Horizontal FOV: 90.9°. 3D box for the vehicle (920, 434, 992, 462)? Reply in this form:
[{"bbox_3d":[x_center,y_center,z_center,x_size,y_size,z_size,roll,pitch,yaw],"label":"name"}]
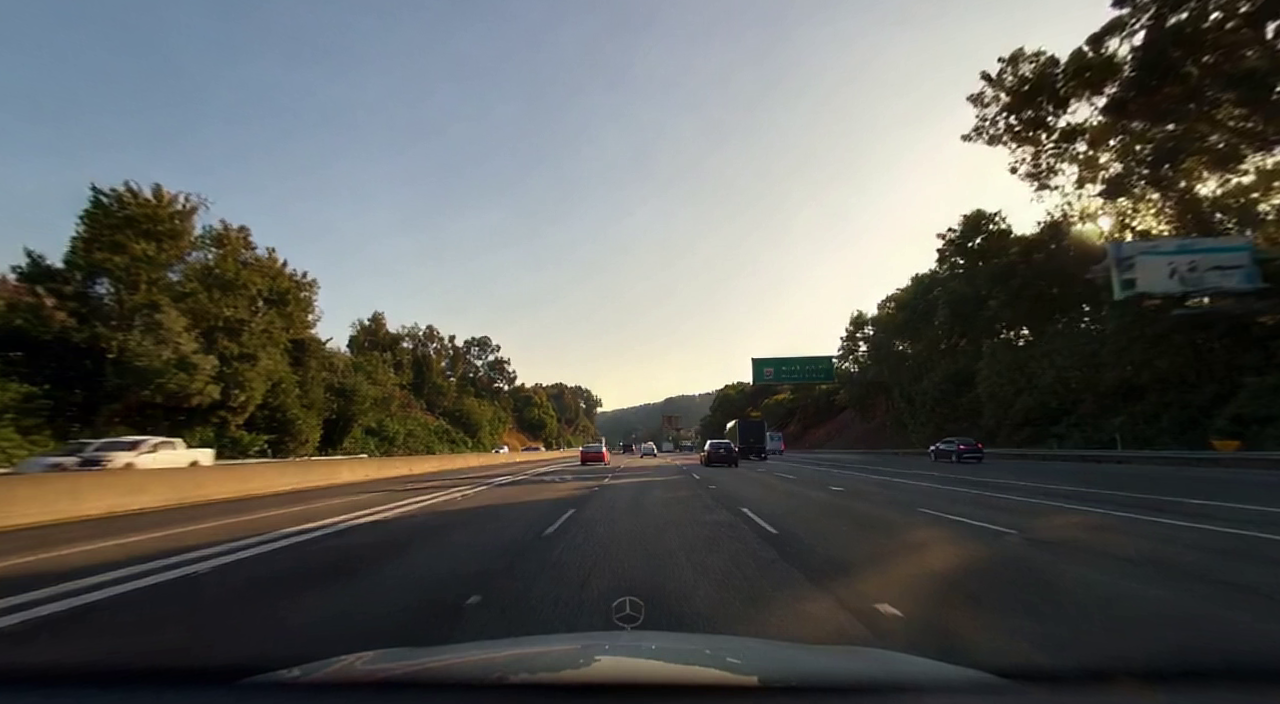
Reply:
[{"bbox_3d":[23.934,7.301,48.064,2.221,1.995,5.803,0,-9,-3],"label":"vehicle"}]

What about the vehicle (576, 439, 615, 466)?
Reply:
[{"bbox_3d":[-2.727,6.253,39.333,2.060,1.587,4.093,0,-9,1],"label":"vehicle"}]

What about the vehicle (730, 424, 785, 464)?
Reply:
[{"bbox_3d":[8.109,6.436,44.139,2.729,2.628,4.875,0,-9,-2],"label":"vehicle"}]

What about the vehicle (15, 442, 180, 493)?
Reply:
[{"bbox_3d":[-23.298,4.945,27.502,2.308,1.943,5.444,0,-9,1],"label":"vehicle"}]

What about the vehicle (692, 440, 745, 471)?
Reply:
[{"bbox_3d":[3.944,5.303,32.536,2.080,1.493,4.674,0,-9,0],"label":"vehicle"}]
